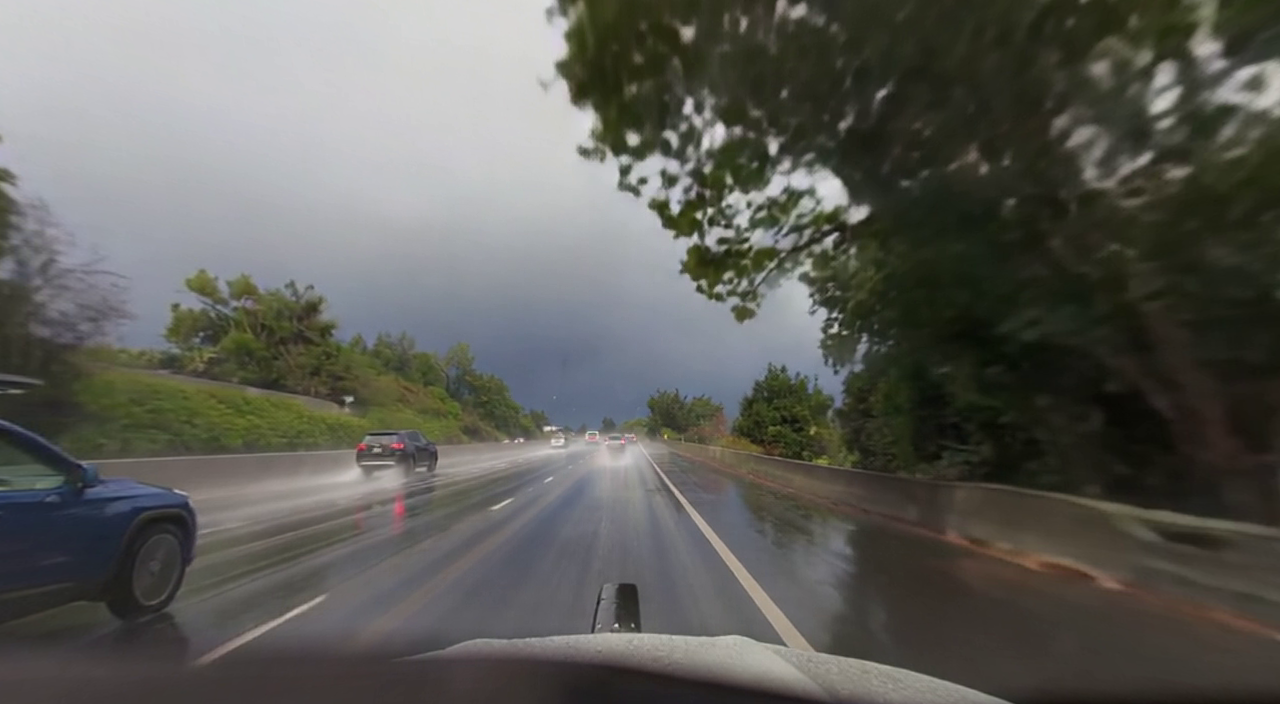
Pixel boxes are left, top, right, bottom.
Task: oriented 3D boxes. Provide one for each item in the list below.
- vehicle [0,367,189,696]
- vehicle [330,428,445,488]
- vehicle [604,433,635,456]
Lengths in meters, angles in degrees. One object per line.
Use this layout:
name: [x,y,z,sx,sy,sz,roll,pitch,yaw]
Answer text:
vehicle: [-4.446,0.834,2.391,2.069,1.748,4.652,0,-8,-1]
vehicle: [-8.064,3.390,20.626,1.964,1.745,4.338,0,-8,0]
vehicle: [-1.515,6.955,47.478,2.178,1.658,3.916,0,-8,-1]
